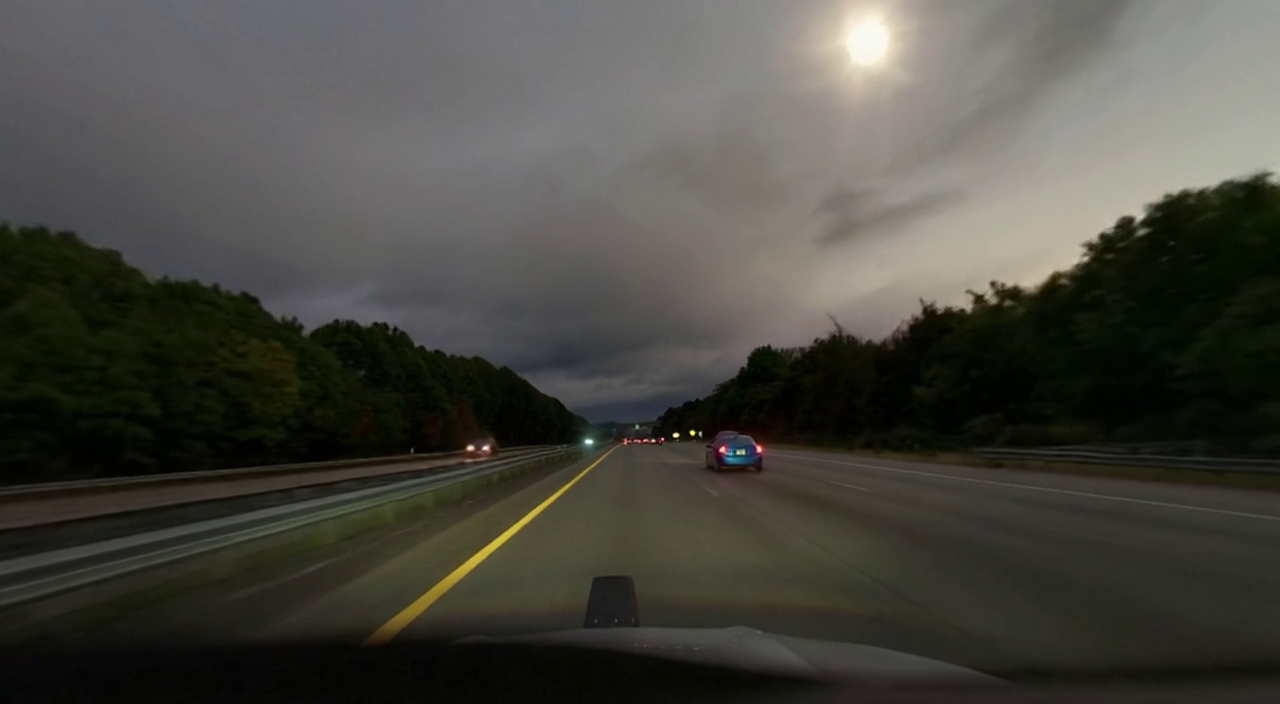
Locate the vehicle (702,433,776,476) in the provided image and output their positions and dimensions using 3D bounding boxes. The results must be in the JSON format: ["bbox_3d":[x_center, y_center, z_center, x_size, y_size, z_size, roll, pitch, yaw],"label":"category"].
[{"bbox_3d":[3.725,3.947,24.531,2.017,1.502,4.369,0,-8,-2],"label":"vehicle"}]
